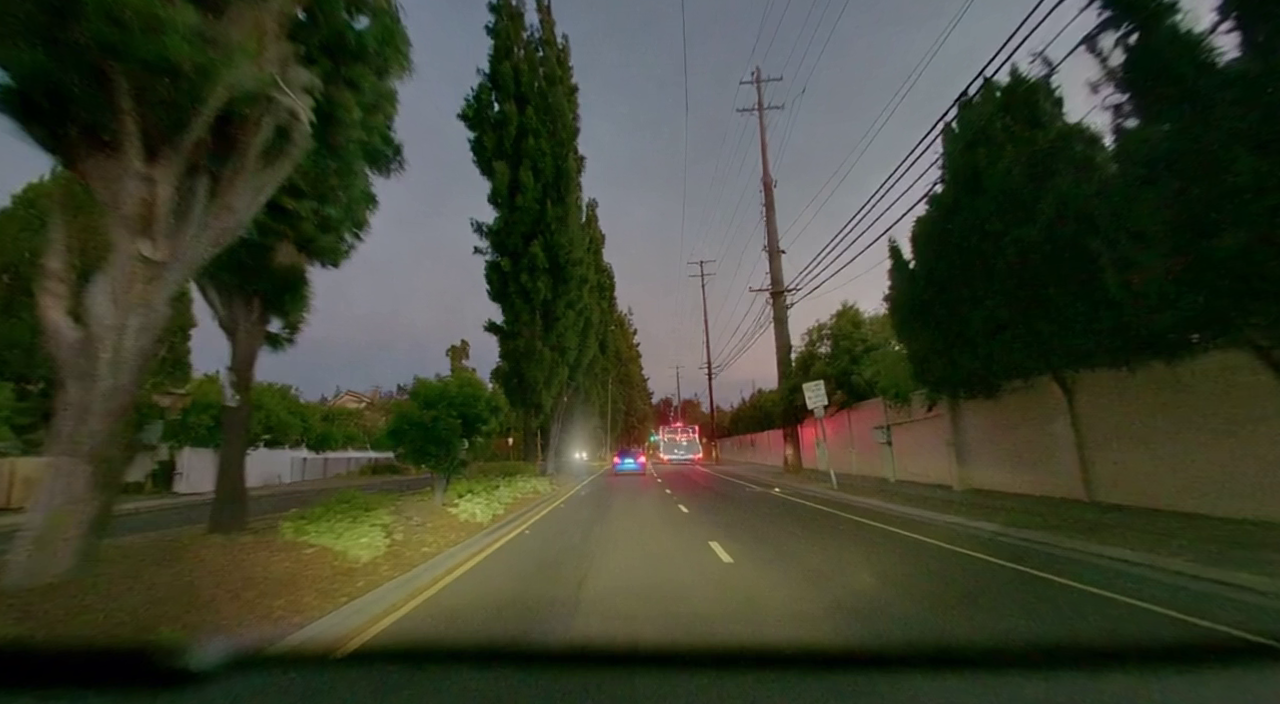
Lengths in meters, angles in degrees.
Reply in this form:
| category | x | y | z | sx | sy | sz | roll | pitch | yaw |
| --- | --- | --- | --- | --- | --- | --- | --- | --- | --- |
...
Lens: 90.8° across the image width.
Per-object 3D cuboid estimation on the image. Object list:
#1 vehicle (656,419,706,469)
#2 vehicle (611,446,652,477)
| category | x | y | z | sx | sy | sz | roll | pitch | yaw |
| --- | --- | --- | --- | --- | --- | --- | --- | --- | --- |
| vehicle | 2.912 | 7.097 | 48.595 | 2.789 | 3.285 | 12.428 | 0 | -8 | -1 |
| vehicle | -0.437 | 5.660 | 33.001 | 2.018 | 1.511 | 3.993 | 0 | -8 | 0 |
